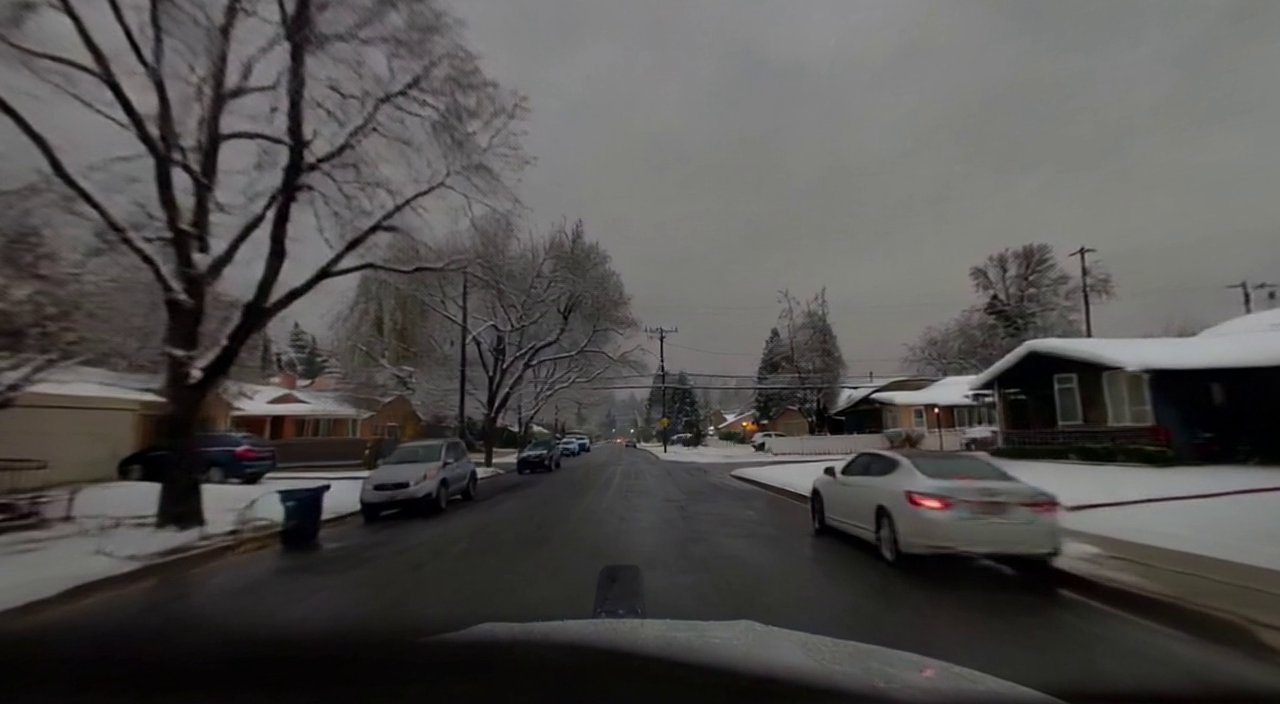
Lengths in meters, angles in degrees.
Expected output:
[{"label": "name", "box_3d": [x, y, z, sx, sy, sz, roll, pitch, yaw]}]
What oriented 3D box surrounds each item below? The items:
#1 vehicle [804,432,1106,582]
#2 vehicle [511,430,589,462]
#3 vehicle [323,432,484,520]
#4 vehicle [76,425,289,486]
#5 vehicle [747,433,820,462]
[{"label": "vehicle", "box_3d": [3.705, 1.868, 8.423, 1.945, 1.495, 3.983, 0, -8, 0]}, {"label": "vehicle", "box_3d": [-6.602, 6.965, 46.975, 5.419, 2.292, 2.272, 0, -7, 0]}, {"label": "vehicle", "box_3d": [-5.056, 2.701, 14.289, 1.887, 1.660, 4.312, 0, -8, 1]}, {"label": "vehicle", "box_3d": [-14.078, 3.200, 19.683, 5.088, 1.792, 1.966, 0, -9, 1]}, {"label": "vehicle", "box_3d": [10.579, 7.084, 46.860, 4.919, 1.969, 2.104, 1, -9, 2]}]
